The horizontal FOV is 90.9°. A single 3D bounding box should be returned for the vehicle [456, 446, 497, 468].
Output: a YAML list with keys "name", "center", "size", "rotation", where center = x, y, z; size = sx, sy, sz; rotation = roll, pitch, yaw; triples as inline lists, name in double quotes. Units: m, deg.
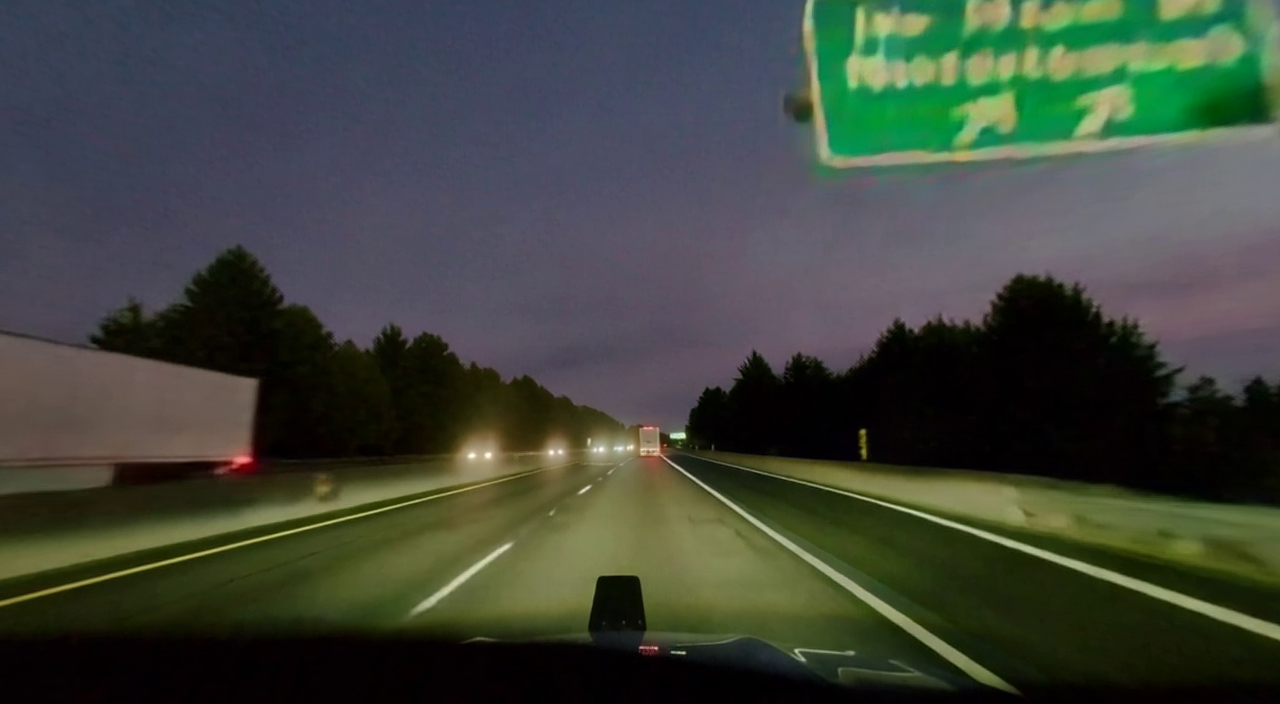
- name: "vehicle"
  center: [-11.528, 7.427, 44.644]
  size: [1.827, 1.465, 4.048]
  rotation: [0, -9, 0]

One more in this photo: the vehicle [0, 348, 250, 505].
- name: "vehicle"
  center: [-16.437, 2.476, 20.015]
  size: [2.866, 3.987, 7.870]
  rotation: [0, -9, 1]
